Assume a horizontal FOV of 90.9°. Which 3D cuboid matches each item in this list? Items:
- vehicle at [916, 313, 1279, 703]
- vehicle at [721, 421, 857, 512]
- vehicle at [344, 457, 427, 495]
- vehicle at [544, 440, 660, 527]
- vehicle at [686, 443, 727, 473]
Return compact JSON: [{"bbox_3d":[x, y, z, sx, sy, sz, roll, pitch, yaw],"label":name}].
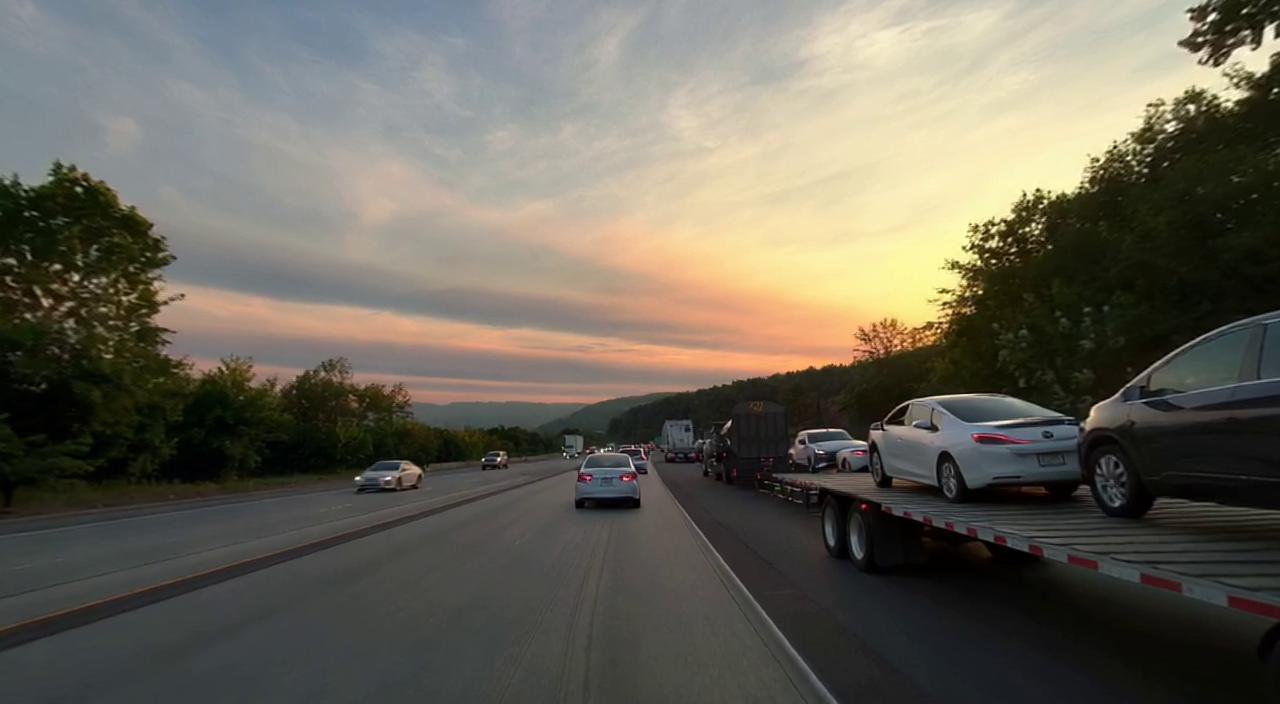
[{"bbox_3d":[3.462,0.891,3.346,1.959,1.783,4.407,0,-9,0],"label":"vehicle"},{"bbox_3d":[3.400,2.725,15.290,2.303,1.889,3.920,0,-9,0],"label":"vehicle"},{"bbox_3d":[-11.201,5.462,28.032,2.089,1.482,3.770,0,-9,1],"label":"vehicle"},{"bbox_3d":[-0.664,2.565,12.750,1.991,1.466,3.675,0,-9,0],"label":"vehicle"},{"bbox_3d":[3.942,6.334,37.845,1.938,1.660,4.223,0,-9,0],"label":"vehicle"}]
